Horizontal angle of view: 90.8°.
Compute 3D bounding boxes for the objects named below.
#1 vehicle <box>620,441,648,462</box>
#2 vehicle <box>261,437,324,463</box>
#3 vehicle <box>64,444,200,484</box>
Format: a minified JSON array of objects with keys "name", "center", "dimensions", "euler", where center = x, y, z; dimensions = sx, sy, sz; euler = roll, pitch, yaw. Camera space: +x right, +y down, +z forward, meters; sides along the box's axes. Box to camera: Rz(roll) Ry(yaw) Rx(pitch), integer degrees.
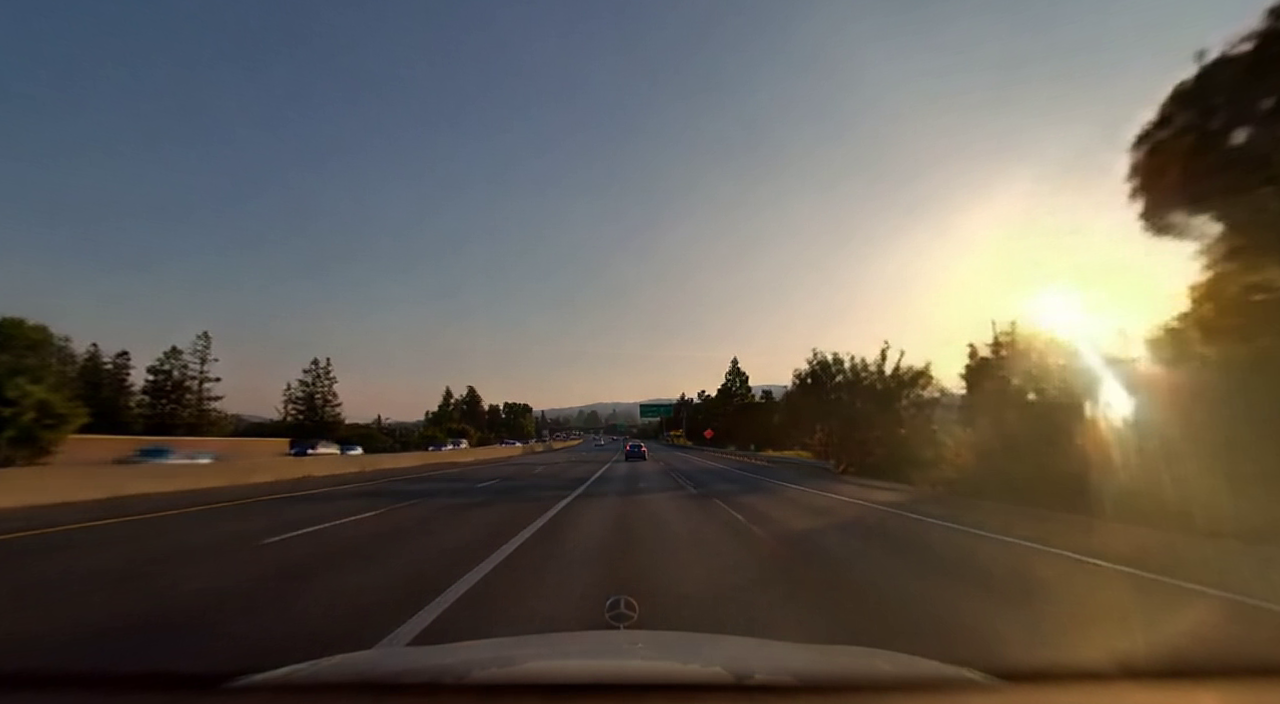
[{"name":"vehicle","center":[-0.465,7.517,47.759],"dimensions":[2.025,1.460,4.189],"euler":[0,-9,-1]},{"name":"vehicle","center":[-25.534,7.216,46.584],"dimensions":[2.017,1.804,4.556],"euler":[0,-9,0]},{"name":"vehicle","center":[-21.354,4.717,26.869],"dimensions":[1.955,1.518,4.625],"euler":[0,-9,-1]}]
